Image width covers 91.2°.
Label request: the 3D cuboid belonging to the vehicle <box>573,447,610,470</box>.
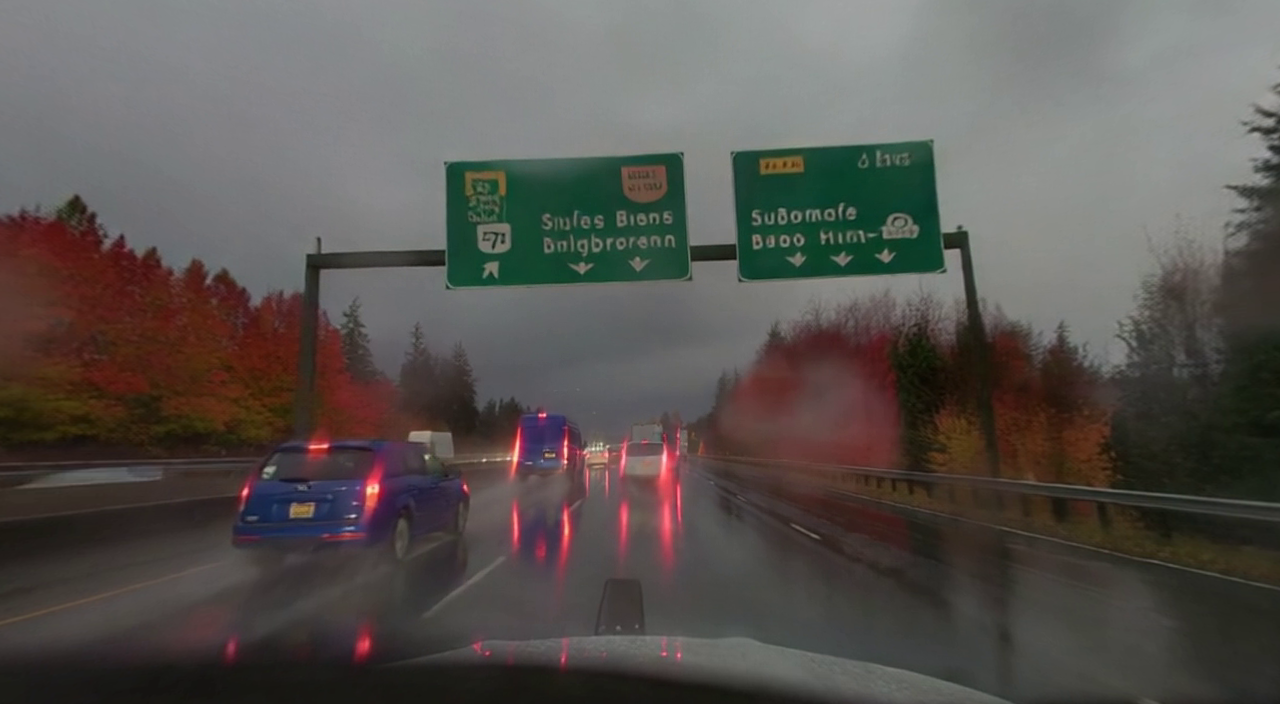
[{"bbox_3d":[-3.223,7.135,42.178,2.015,1.496,4.312,-1,-9,2],"label":"vehicle"}]

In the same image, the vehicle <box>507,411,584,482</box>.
[{"bbox_3d":[-3.866,4.053,26.903,2.275,2.692,5.810,0,-9,1],"label":"vehicle"}]

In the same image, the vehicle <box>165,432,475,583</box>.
[{"bbox_3d":[-3.745,1.873,8.325,1.977,1.485,3.973,0,-9,0],"label":"vehicle"}]

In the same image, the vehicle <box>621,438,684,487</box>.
[{"bbox_3d":[0.447,4.134,23.756,2.195,1.679,4.070,0,-9,1],"label":"vehicle"}]

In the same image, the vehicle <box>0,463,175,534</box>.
[{"bbox_3d":[-14.926,3.766,16.628,1.832,1.494,4.349,0,-9,0],"label":"vehicle"}]
